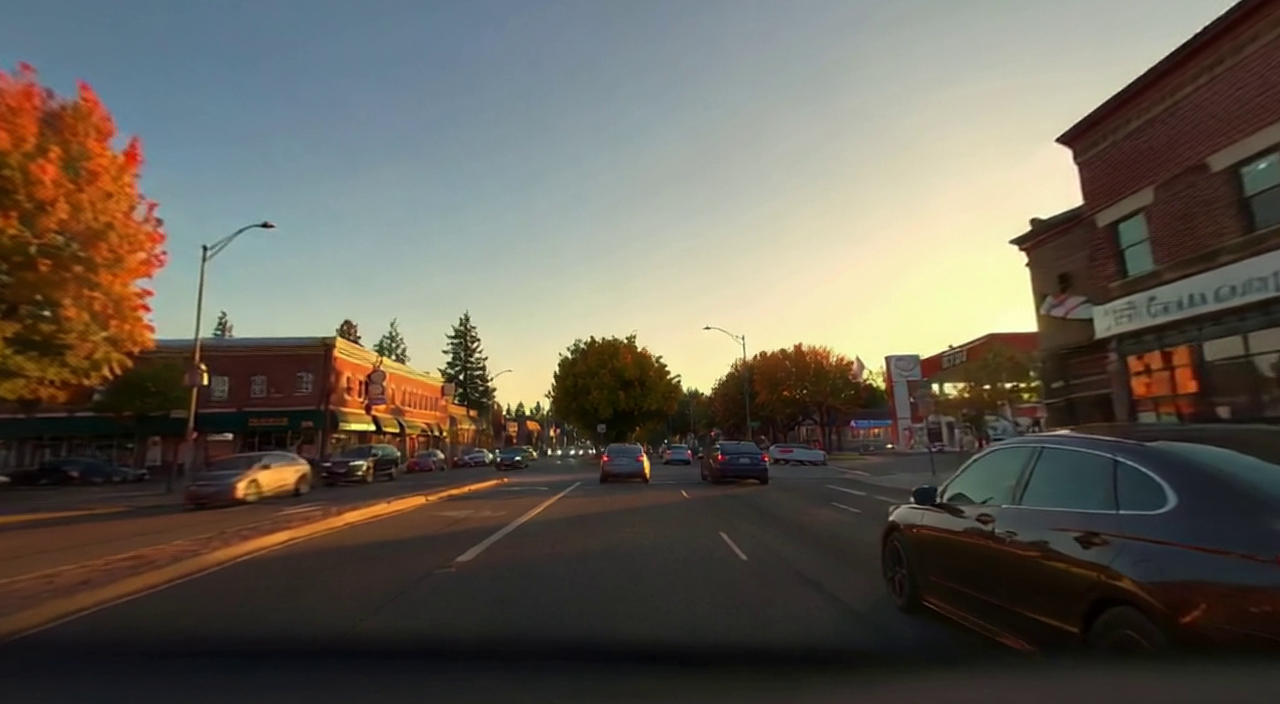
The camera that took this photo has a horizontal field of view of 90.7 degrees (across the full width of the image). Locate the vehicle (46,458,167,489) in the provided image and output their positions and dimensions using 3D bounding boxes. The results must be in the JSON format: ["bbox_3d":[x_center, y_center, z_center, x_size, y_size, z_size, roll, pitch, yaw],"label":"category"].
[{"bbox_3d":[-27.157,6.183,32.289,4.673,1.481,1.995,-2,-9,7],"label":"vehicle"}]

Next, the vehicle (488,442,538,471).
[{"bbox_3d":[-7.450,6.161,37.489,2.085,1.610,4.085,-1,-9,1],"label":"vehicle"}]

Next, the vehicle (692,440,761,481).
[{"bbox_3d":[3.326,4.283,25.243,2.060,1.471,4.168,0,-9,-1],"label":"vehicle"}]

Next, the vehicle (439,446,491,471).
[{"bbox_3d":[-11.819,7.243,43.129,2.117,1.592,4.660,-1,-9,1],"label":"vehicle"}]

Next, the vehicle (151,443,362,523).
[{"bbox_3d":[-8.335,2.853,14.378,2.050,1.503,4.350,0,-9,0],"label":"vehicle"}]

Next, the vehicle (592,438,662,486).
[{"bbox_3d":[-0.477,3.854,22.515,2.232,1.508,4.319,0,-9,-1],"label":"vehicle"}]

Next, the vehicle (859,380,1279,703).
[{"bbox_3d":[3.190,1.103,3.825,2.097,1.502,4.470,0,-9,0],"label":"vehicle"}]

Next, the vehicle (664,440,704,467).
[{"bbox_3d":[2.679,6.290,39.272,2.098,1.527,3.966,0,-9,-2],"label":"vehicle"}]

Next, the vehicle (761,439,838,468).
[{"bbox_3d":[9.824,6.279,39.149,4.464,1.755,2.236,-3,-9,14],"label":"vehicle"}]
